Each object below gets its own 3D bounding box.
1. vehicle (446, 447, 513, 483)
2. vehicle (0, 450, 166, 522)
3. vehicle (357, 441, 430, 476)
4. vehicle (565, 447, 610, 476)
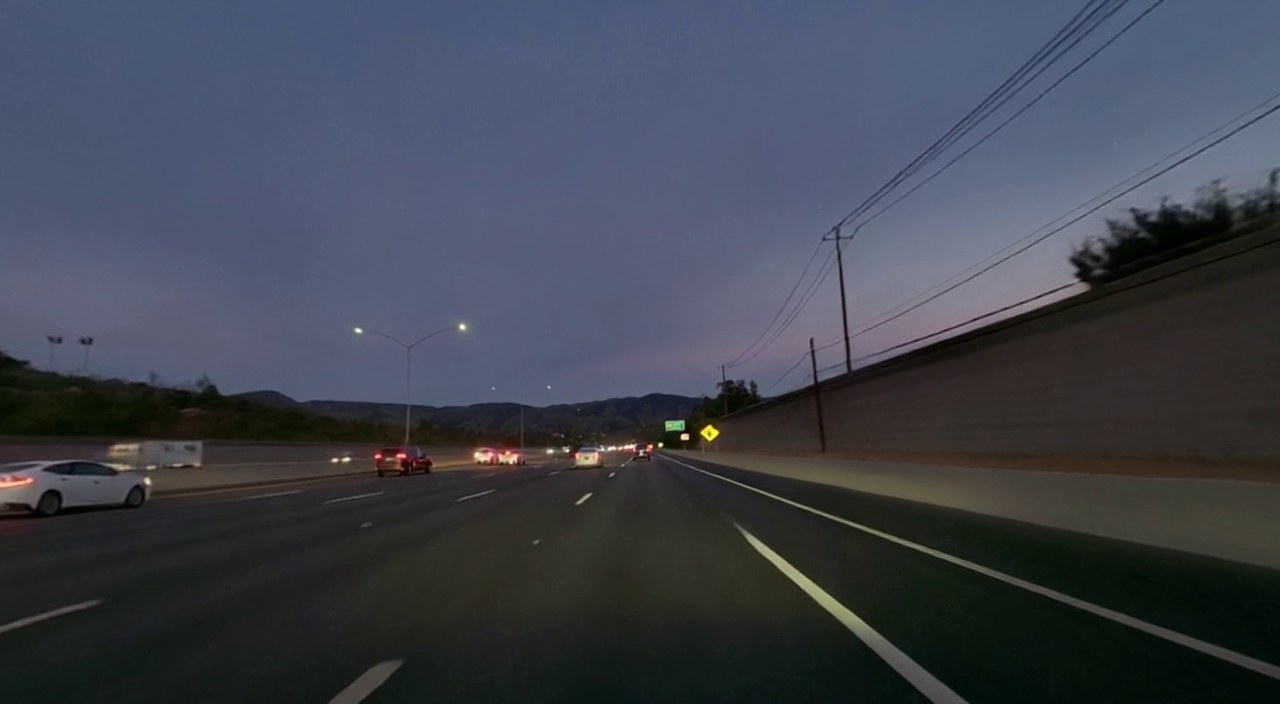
[{"bbox_3d":[-7.202,5.095,28.784,1.899,1.472,4.202,0,-9,1],"label":"vehicle"},{"bbox_3d":[-14.237,3.105,15.123,1.885,1.474,4.849,0,-9,1],"label":"vehicle"},{"bbox_3d":[-14.394,6.242,37.216,2.172,1.946,5.017,0,-9,1],"label":"vehicle"},{"bbox_3d":[-2.758,5.865,34.154,2.064,1.446,4.409,0,-9,0],"label":"vehicle"}]
